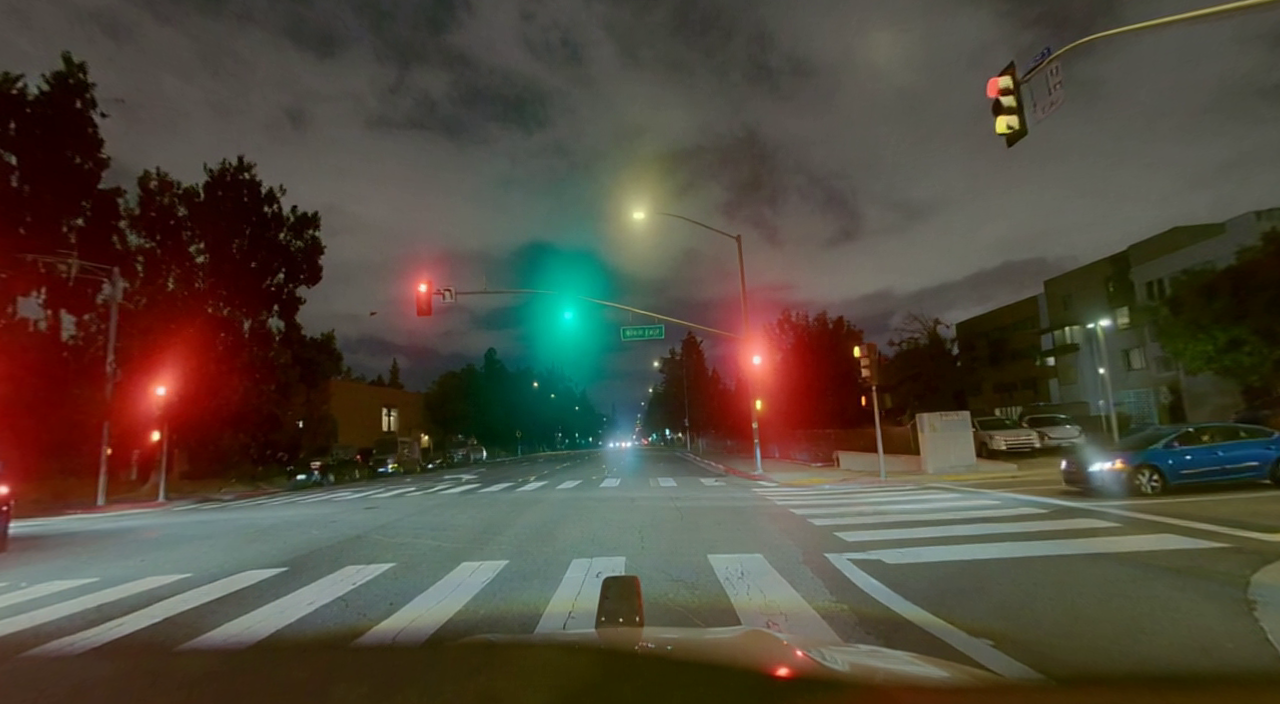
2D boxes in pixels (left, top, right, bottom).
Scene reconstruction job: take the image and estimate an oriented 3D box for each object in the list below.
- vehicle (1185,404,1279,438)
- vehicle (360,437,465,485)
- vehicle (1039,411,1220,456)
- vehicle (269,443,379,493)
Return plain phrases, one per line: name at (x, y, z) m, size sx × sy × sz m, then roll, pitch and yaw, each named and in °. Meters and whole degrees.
vehicle at (34.849, 4.006, 36.646) m, size 4.326 × 1.511 × 1.725 m, roll -8°, pitch -9°, yaw 16°
vehicle at (-10.183, 4.921, 28.953) m, size 2.664 × 1.940 × 5.702 m, roll 0°, pitch -9°, yaw 0°
vehicle at (16.917, 2.905, 22.131) m, size 4.560 × 1.453 × 1.851 m, roll -3°, pitch -9°, yaw 18°
vehicle at (-13.804, 5.070, 28.050) m, size 2.306 × 1.957 × 4.968 m, roll 0°, pitch -9°, yaw -1°
